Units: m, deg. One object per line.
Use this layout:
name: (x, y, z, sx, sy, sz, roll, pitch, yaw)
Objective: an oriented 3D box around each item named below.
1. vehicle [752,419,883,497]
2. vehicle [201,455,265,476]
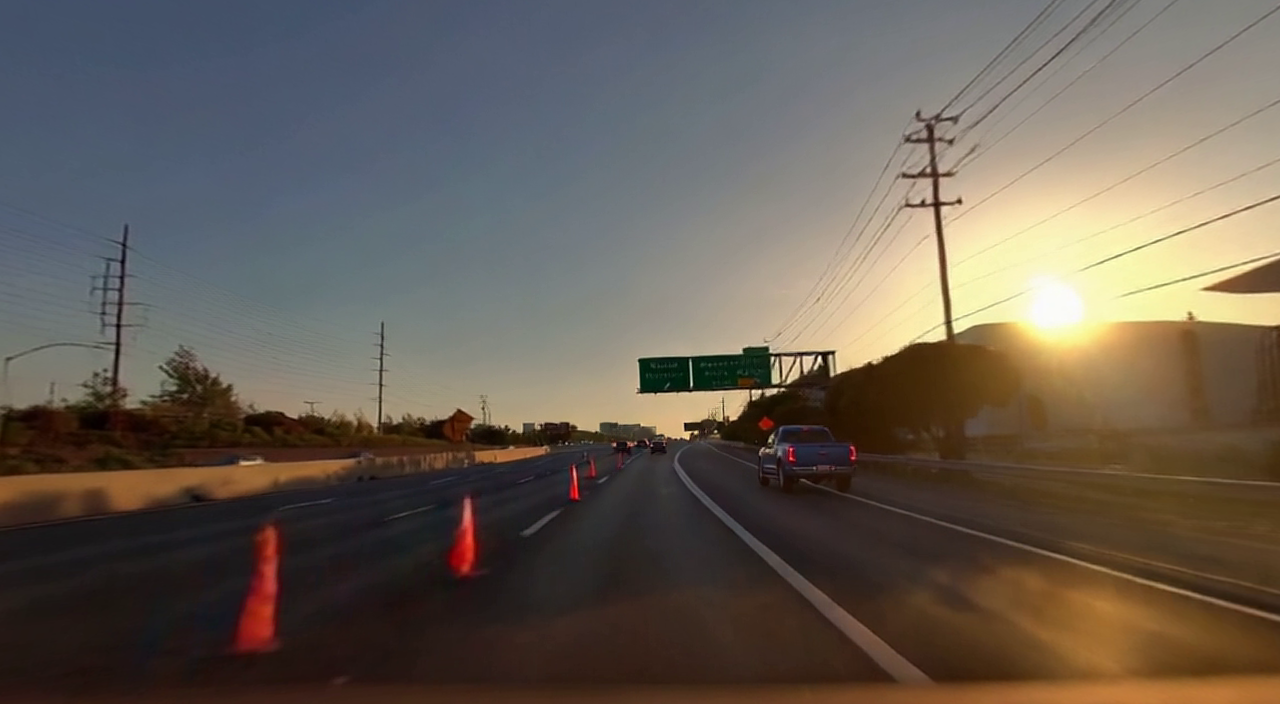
vehicle: (4.685, 2.901, 17.679, 2.186, 1.840, 5.289, 0, -8, 1)
vehicle: (-31.807, 8.868, 49.422, 1.810, 1.430, 4.687, 0, -8, 1)
